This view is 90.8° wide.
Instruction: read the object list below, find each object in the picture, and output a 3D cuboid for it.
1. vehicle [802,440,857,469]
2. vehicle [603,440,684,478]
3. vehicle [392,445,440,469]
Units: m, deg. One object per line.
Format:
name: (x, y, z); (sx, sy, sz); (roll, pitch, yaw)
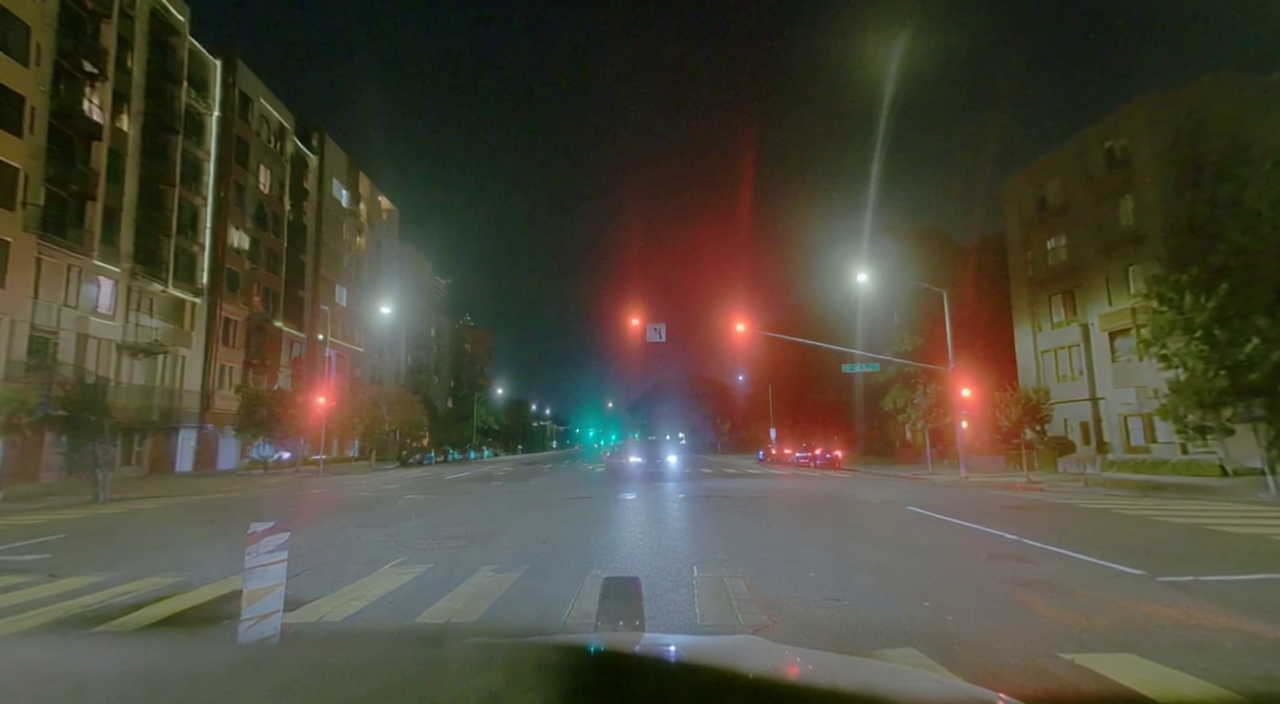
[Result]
vehicle: (13.053, 7.109, 43.830); (2.181, 1.876, 4.723); (0, -8, -2)
vehicle: (0.022, 4.496, 26.909); (1.933, 1.460, 4.683); (3, -9, -20)
vehicle: (-16.483, 7.721, 46.757); (2.075, 1.708, 4.335); (0, -8, -1)
